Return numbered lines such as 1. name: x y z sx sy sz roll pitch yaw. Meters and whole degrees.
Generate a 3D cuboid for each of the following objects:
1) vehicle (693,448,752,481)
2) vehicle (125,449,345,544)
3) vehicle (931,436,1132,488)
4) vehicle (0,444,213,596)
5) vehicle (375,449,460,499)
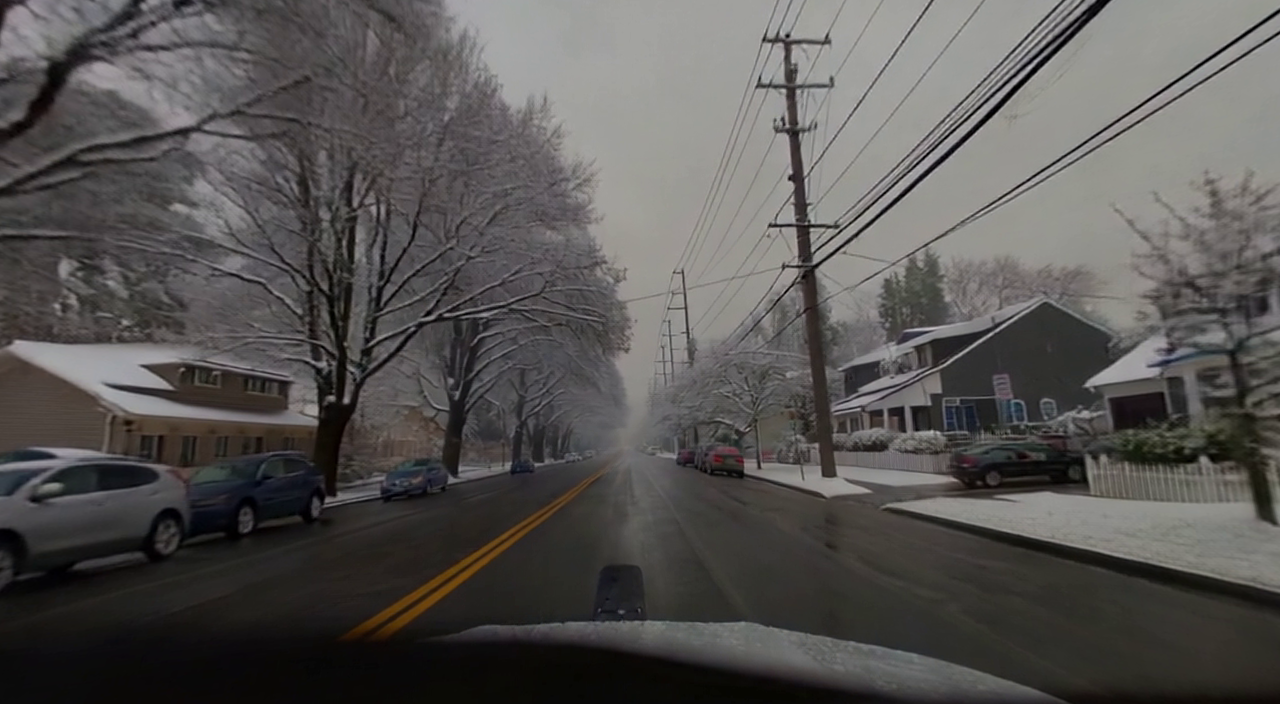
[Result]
1. vehicle: 4.158 5.737 32.566 2.052 1.476 4.438 -2 -9 -4
2. vehicle: -8.584 3.026 13.998 1.913 1.723 4.318 0 -8 1
3. vehicle: 11.748 3.323 19.248 4.716 1.480 2.023 0 -8 1
4. vehicle: -8.574 2.206 8.914 1.975 1.775 4.509 0 -8 -1
5. vehicle: -8.815 4.847 25.466 1.970 1.785 4.274 0 -8 -2
